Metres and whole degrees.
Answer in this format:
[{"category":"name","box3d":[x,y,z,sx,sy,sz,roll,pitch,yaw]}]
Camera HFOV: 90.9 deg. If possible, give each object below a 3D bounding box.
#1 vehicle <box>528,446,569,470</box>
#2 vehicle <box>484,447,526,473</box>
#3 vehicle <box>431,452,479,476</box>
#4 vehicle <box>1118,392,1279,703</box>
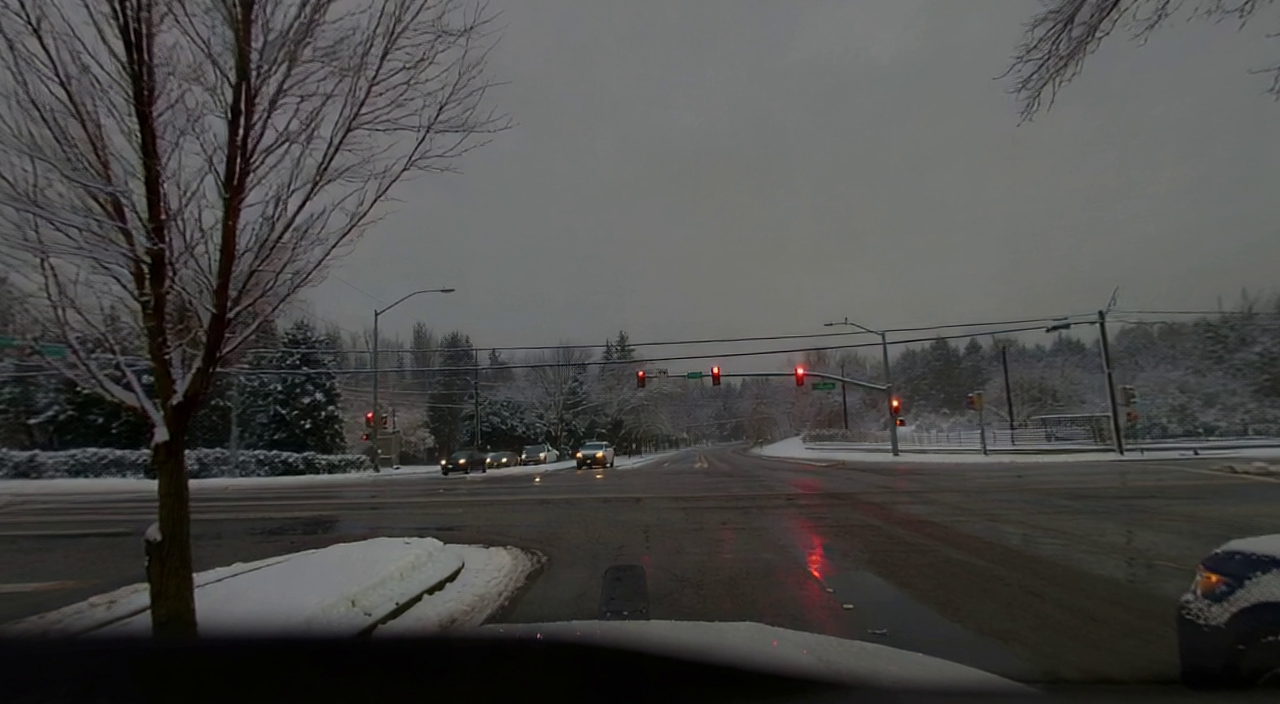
[{"category":"vehicle","box3d":[-6.534,7.609,45.509,2.126,1.657,4.307,-1,-9,3]},{"category":"vehicle","box3d":[-9.771,7.826,45.919,2.064,1.725,4.243,0,-9,1]},{"category":"vehicle","box3d":[-13.405,8.115,45.993,2.101,1.637,4.304,0,-9,1]},{"category":"vehicle","box3d":[3.059,0.622,0.420,1.978,1.468,4.544,0,-9,1]}]
